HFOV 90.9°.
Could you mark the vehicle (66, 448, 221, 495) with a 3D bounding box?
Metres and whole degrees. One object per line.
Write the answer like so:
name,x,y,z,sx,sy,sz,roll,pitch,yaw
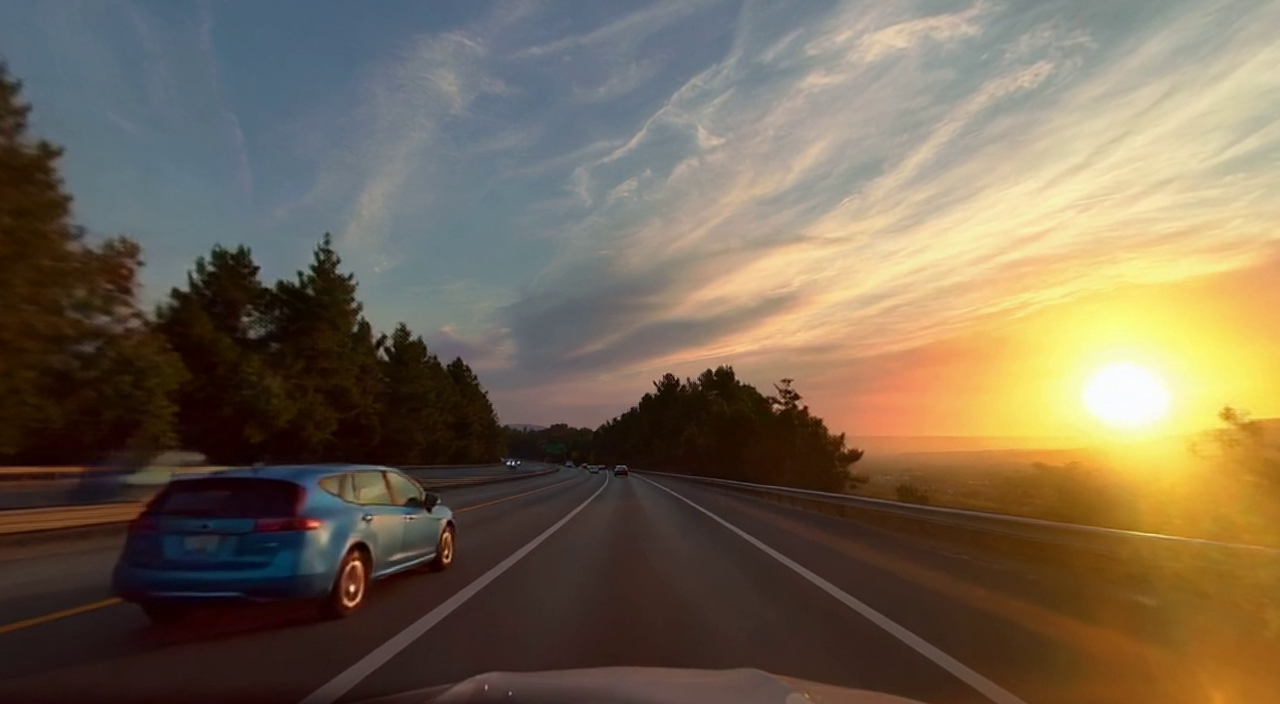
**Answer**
vehicle,-17.667,4.303,22.775,1.882,1.481,4.548,1,-11,-1
